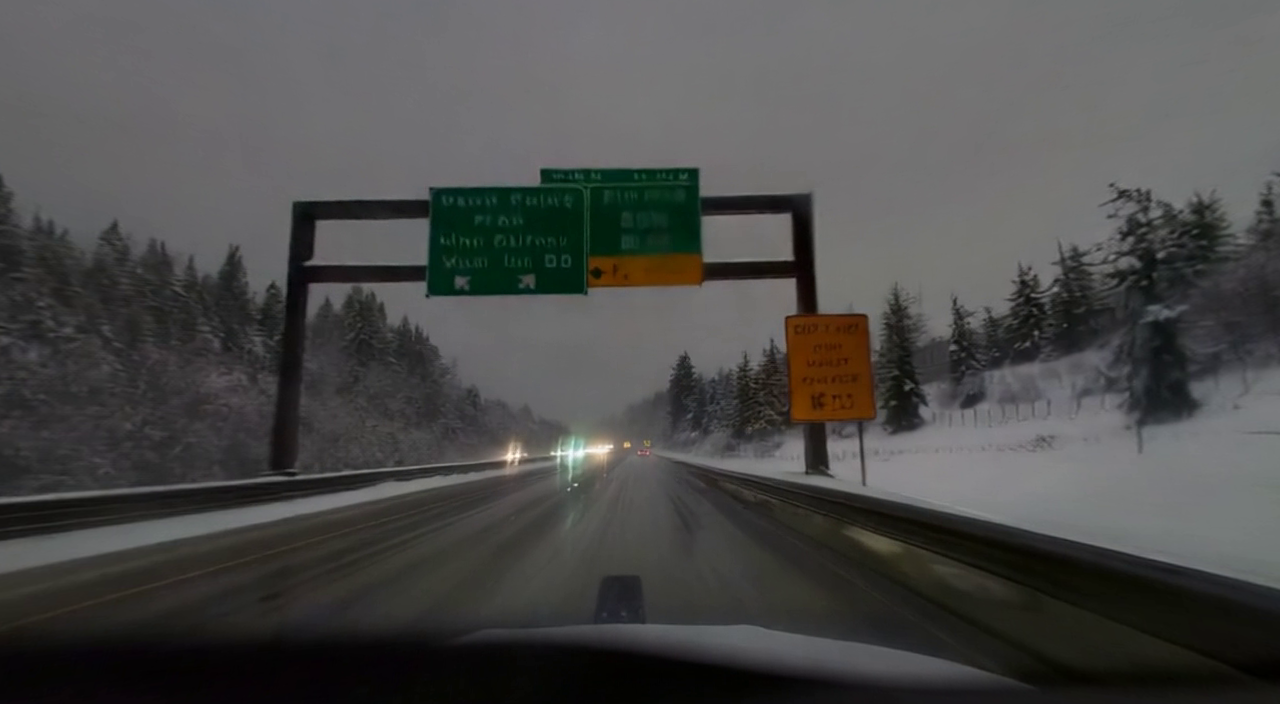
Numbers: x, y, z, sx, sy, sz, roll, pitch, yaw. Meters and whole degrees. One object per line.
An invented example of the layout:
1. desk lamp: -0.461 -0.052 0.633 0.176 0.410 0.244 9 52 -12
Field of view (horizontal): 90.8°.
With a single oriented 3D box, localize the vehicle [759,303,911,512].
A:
1. vehicle: 4.079 1.336 14.097 1.697 3.935 4.195 -1 -9 -2
